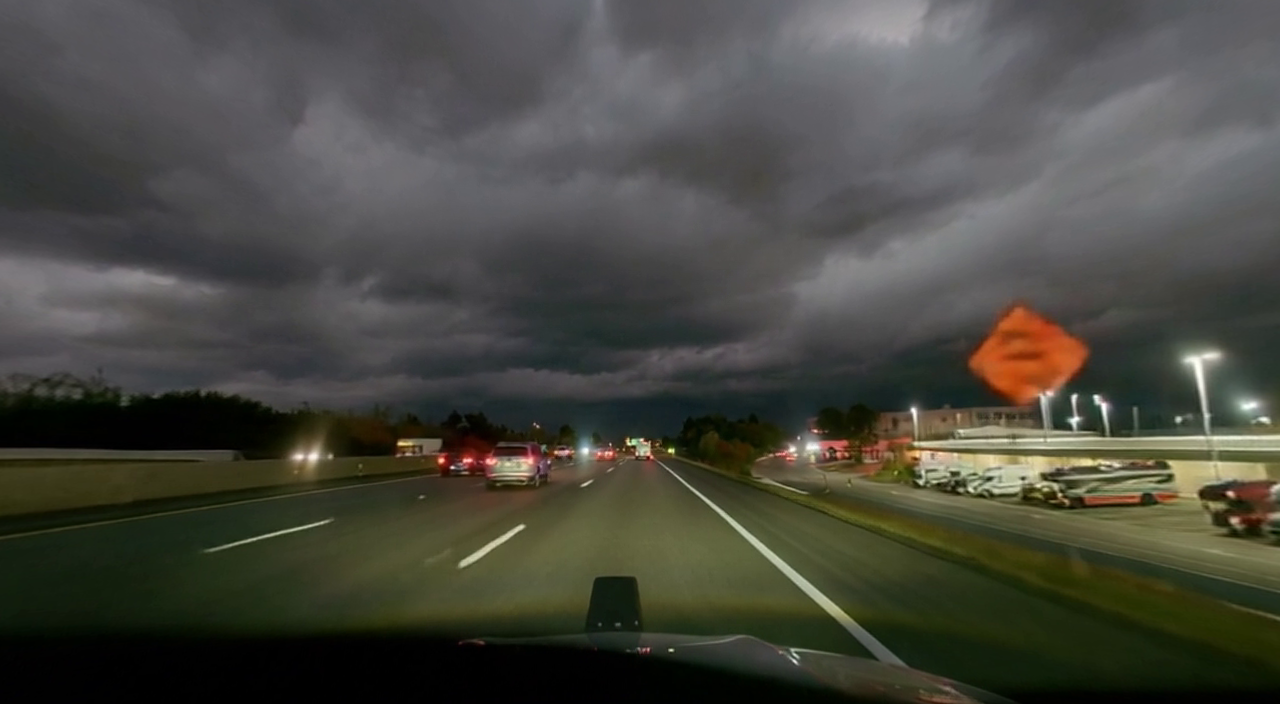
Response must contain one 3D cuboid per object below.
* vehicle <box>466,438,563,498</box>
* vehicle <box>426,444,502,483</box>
[{"bbox_3d":[-3.793,3.595,19.903,2.070,1.665,4.213,0,-9,2],"label":"vehicle"},{"bbox_3d":[-7.557,4.822,27.570,1.991,1.538,4.360,0,-9,1],"label":"vehicle"}]
